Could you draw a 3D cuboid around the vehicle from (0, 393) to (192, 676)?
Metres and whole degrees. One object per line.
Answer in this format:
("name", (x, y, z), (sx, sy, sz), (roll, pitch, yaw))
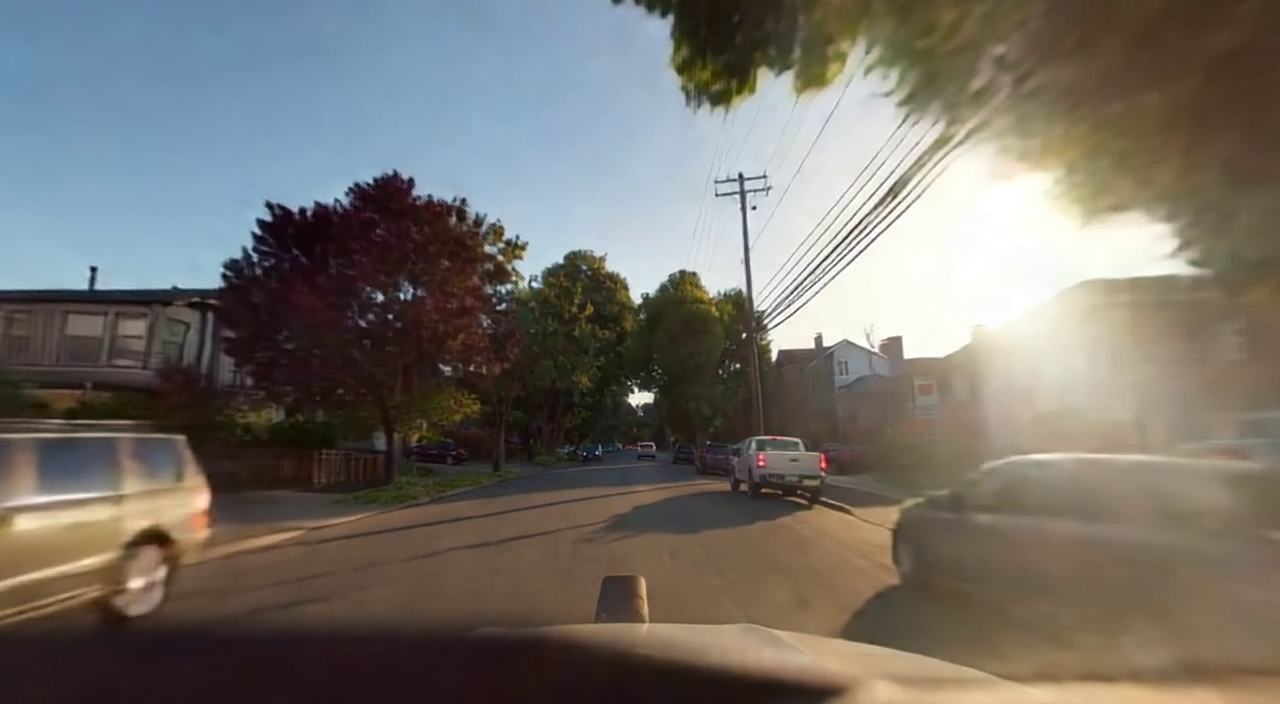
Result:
("vehicle", (-5.031, 1.065, 3.409), (2.103, 1.731, 4.197), (-1, -9, 0))

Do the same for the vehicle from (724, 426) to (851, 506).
("vehicle", (3.764, 3.043, 17.215), (2.280, 1.820, 5.001), (0, -9, 0))

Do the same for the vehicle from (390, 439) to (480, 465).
("vehicle", (-12.492, 6.120, 38.772), (4.792, 1.521, 2.077), (-1, -9, 1))

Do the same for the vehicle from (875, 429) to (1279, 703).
("vehicle", (3.512, 1.315, 4.234), (2.008, 1.482, 4.891), (0, -9, 0))

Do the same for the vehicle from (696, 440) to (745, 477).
("vehicle", (4.035, 5.433, 32.465), (2.066, 1.753, 4.877), (-1, -9, 2))
